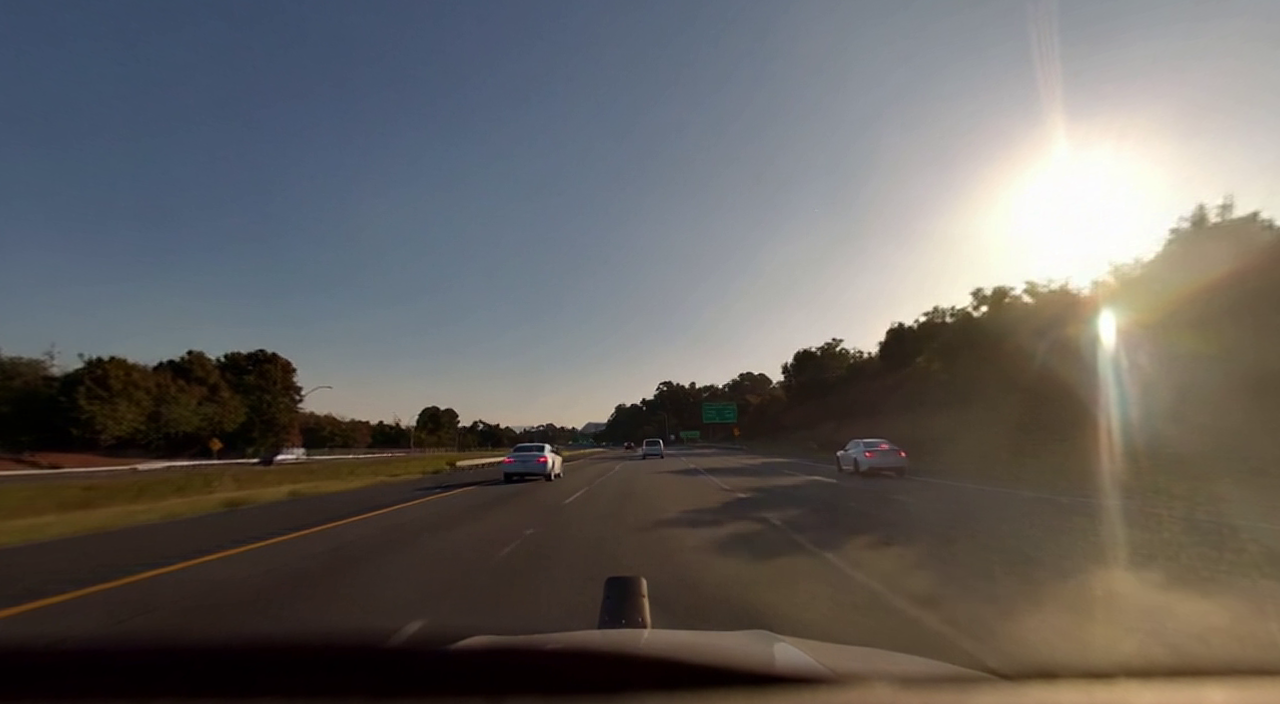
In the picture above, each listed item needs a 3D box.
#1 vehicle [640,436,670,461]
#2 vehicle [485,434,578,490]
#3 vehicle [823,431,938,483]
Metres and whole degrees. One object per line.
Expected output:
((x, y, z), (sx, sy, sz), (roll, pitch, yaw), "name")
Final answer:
((1.081, 6.918, 45.270), (2.063, 1.698, 4.355), (0, -8, 1), "vehicle")
((-3.256, 3.416, 19.816), (2.050, 1.546, 4.344), (-1, -8, 2), "vehicle")
((7.765, 3.446, 20.896), (1.870, 1.493, 5.015), (0, -8, 0), "vehicle")
